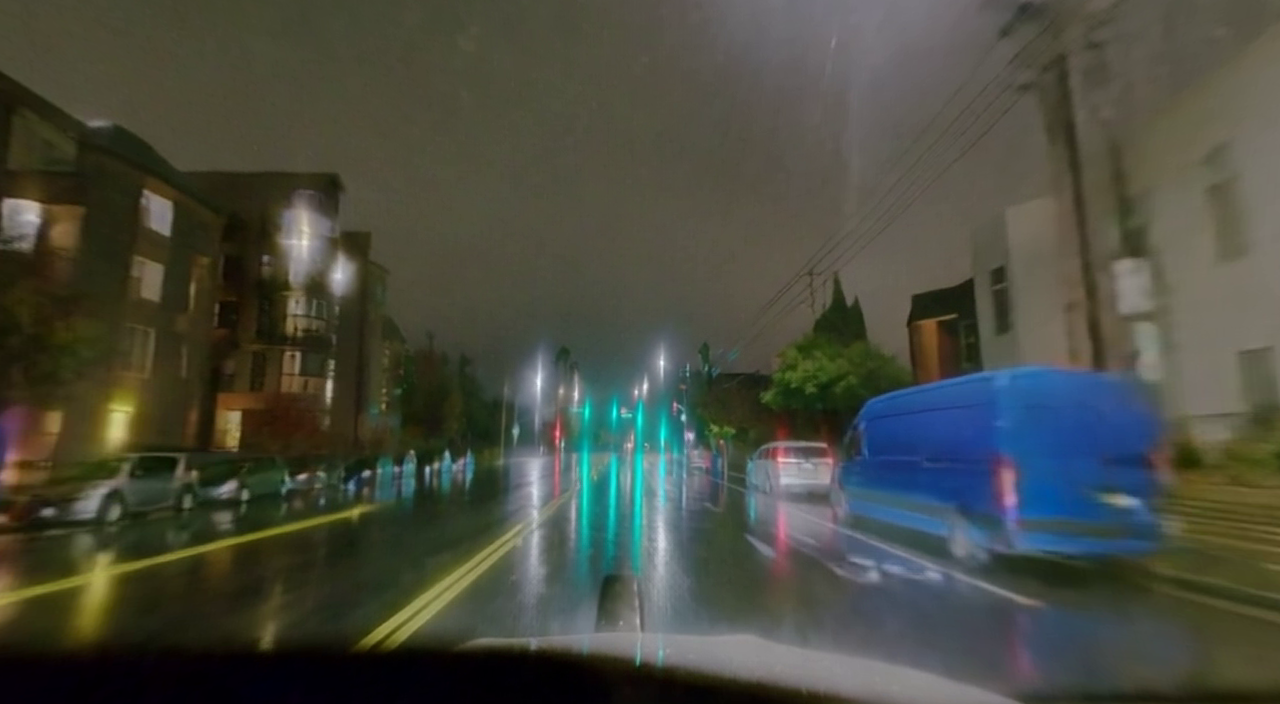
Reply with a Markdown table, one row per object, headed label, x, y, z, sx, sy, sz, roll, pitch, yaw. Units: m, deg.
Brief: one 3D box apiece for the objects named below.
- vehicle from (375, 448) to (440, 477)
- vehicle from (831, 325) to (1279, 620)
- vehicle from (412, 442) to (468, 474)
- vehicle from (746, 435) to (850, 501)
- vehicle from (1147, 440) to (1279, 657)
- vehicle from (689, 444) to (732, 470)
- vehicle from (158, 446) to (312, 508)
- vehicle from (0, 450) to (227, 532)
| label | x | y | z | sx | sy | sz | roll | pitch | yaw |
| --- | --- | --- | --- | --- | --- | --- | --- | --- | --- |
| vehicle | -12.952 | 6.177 | 35.561 | 1.954 | 1.491 | 4.633 | 0 | -8 | -1 |
| vehicle | 4.898 | 1.500 | 8.746 | 2.414 | 2.670 | 5.833 | 1 | -8 | -3 |
| vehicle | -12.940 | 6.864 | 41.310 | 2.149 | 1.865 | 5.247 | -2 | -8 | -2 |
| vehicle | 4.586 | 3.411 | 19.135 | 1.927 | 1.718 | 4.679 | 0 | -8 | 0 |
| vehicle | 5.568 | 1.195 | 3.245 | 1.848 | 1.468 | 4.332 | 2 | -9 | -12 |
| vehicle | 4.255 | 6.427 | 38.861 | 1.923 | 1.493 | 4.628 | 1 | -8 | -2 |
| vehicle | -12.793 | 3.927 | 20.417 | 1.880 | 1.583 | 4.652 | -3 | -8 | 1 |
| vehicle | -12.408 | 3.220 | 15.349 | 1.892 | 1.472 | 4.523 | -2 | -7 | -3 |
